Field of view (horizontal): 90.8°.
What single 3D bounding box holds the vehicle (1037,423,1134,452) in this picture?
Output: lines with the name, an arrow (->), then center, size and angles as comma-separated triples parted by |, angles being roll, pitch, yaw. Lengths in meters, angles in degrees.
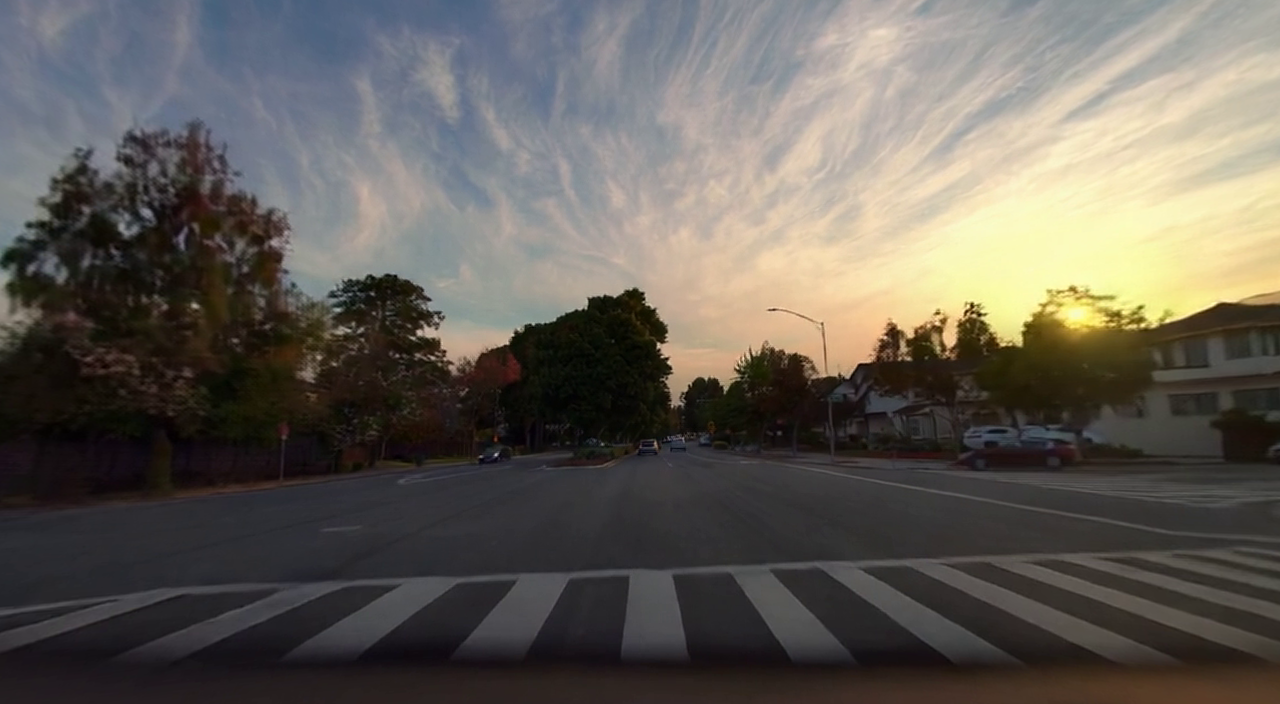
vehicle -> 24.625, 4.776, 35.179 | 1.982, 1.503, 4.572 | 0, -8, -2

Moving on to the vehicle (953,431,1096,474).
vehicle -> 15.948, 4.217, 26.538 | 4.696, 1.651, 2.218 | -3, -9, 20

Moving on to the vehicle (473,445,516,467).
vehicle -> -10.432, 7.466, 45.648 | 1.960, 1.465, 4.194 | -1, -8, 2
